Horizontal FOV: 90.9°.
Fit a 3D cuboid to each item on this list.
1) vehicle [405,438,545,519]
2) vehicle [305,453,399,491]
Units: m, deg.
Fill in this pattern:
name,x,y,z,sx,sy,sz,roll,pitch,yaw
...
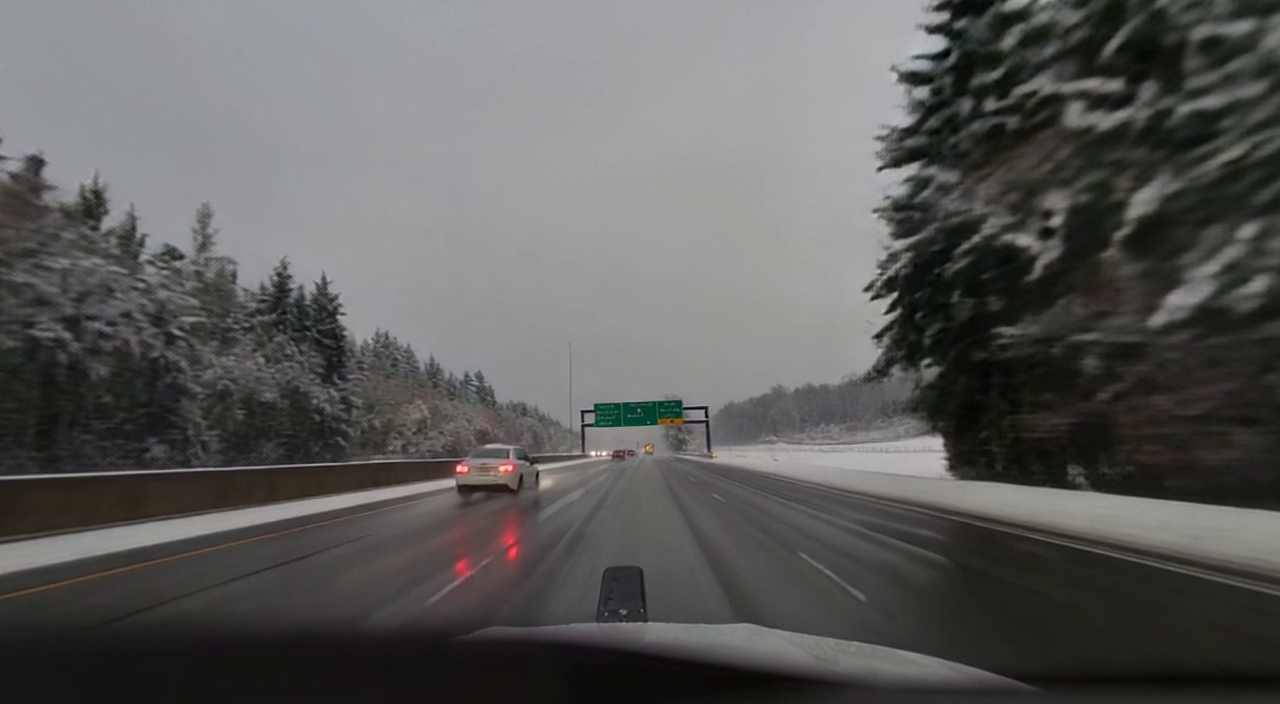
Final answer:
name,x,y,z,sx,sy,sz,roll,pitch,yaw
vehicle,-3.492,2.764,14.230,1.936,1.545,4.116,0,-9,2
vehicle,-12.287,5.129,27.250,1.926,1.463,4.422,0,-9,1
